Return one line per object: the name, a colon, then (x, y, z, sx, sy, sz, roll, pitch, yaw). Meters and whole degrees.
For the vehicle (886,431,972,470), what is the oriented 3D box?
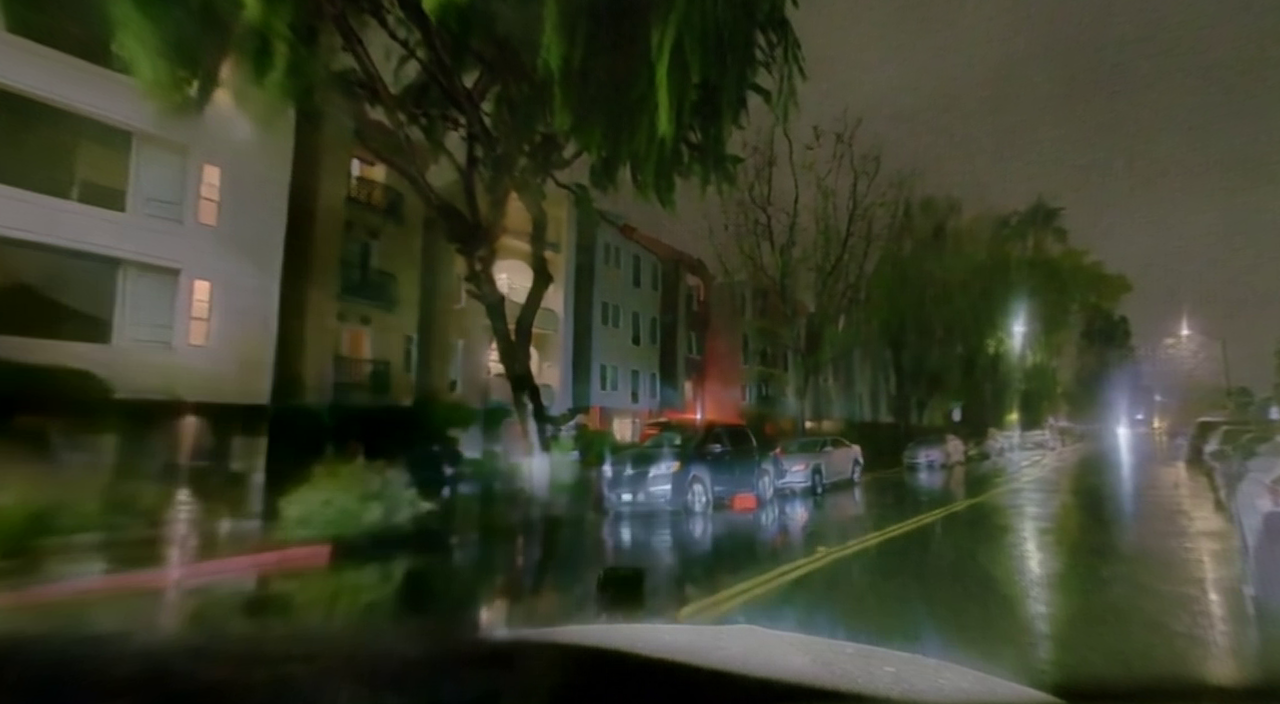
vehicle: (11.870, 3.972, 25.786, 1.921, 1.463, 4.313, -7, -10, 41)

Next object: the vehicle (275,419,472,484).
vehicle: (-6.760, 2.573, 16.713, 1.812, 1.458, 4.714, -3, -8, 26)

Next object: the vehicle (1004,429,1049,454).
vehicle: (25.387, 5.862, 41.403, 1.939, 1.513, 4.401, -6, -10, 38)

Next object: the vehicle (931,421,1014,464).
vehicle: (16.173, 4.326, 30.526, 2.229, 1.869, 5.791, -8, -10, 39)

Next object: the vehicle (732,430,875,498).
vehicle: (4.471, 2.847, 16.768, 1.902, 1.478, 4.696, -7, -9, 37)

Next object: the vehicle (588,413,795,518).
vehicle: (1.236, 2.213, 12.964, 1.946, 1.744, 4.584, -6, -10, 38)
